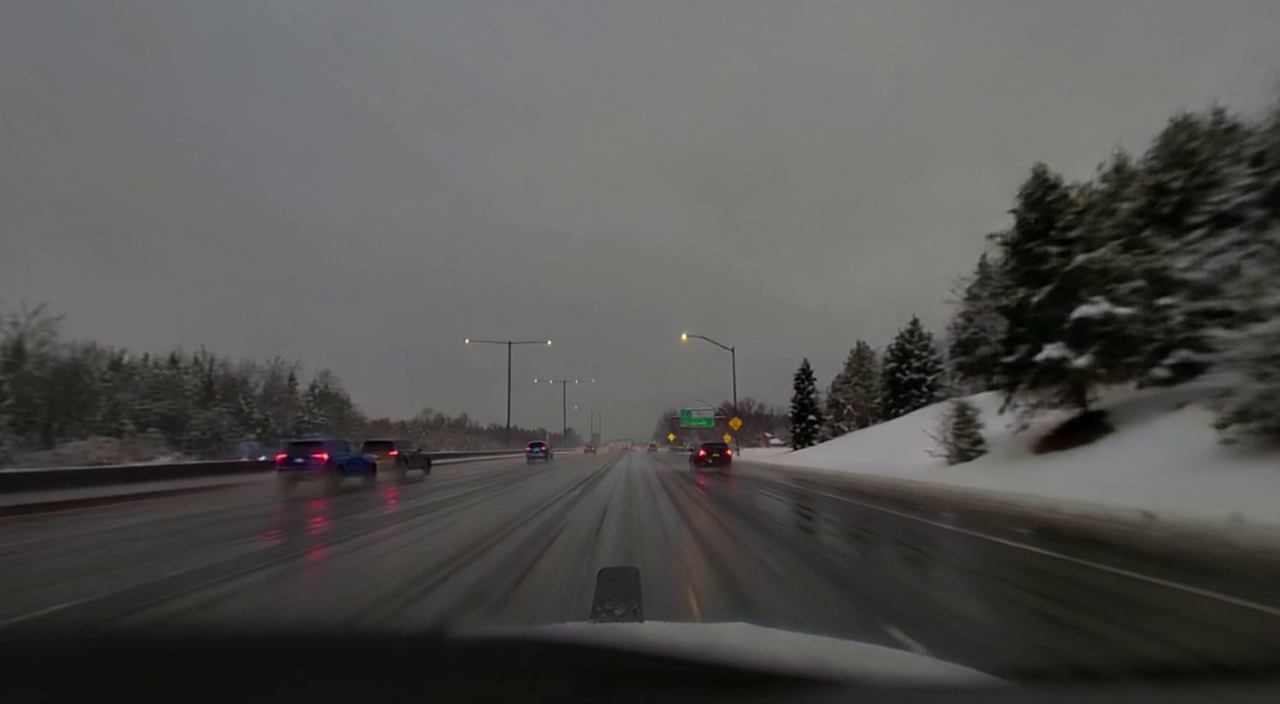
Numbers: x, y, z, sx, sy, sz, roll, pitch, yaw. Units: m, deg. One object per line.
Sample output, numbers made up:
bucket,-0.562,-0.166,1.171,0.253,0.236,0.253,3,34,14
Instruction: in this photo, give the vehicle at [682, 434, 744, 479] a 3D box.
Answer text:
vehicle,3.231,4.760,28.916,2.184,1.892,4.763,0,-9,-2

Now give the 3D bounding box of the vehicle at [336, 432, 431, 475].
vehicle,-14.795,5.921,36.886,2.736,2.262,6.533,0,-9,1

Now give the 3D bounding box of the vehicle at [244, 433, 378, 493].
vehicle,-11.256,3.818,22.019,2.137,1.873,4.687,0,-9,0
